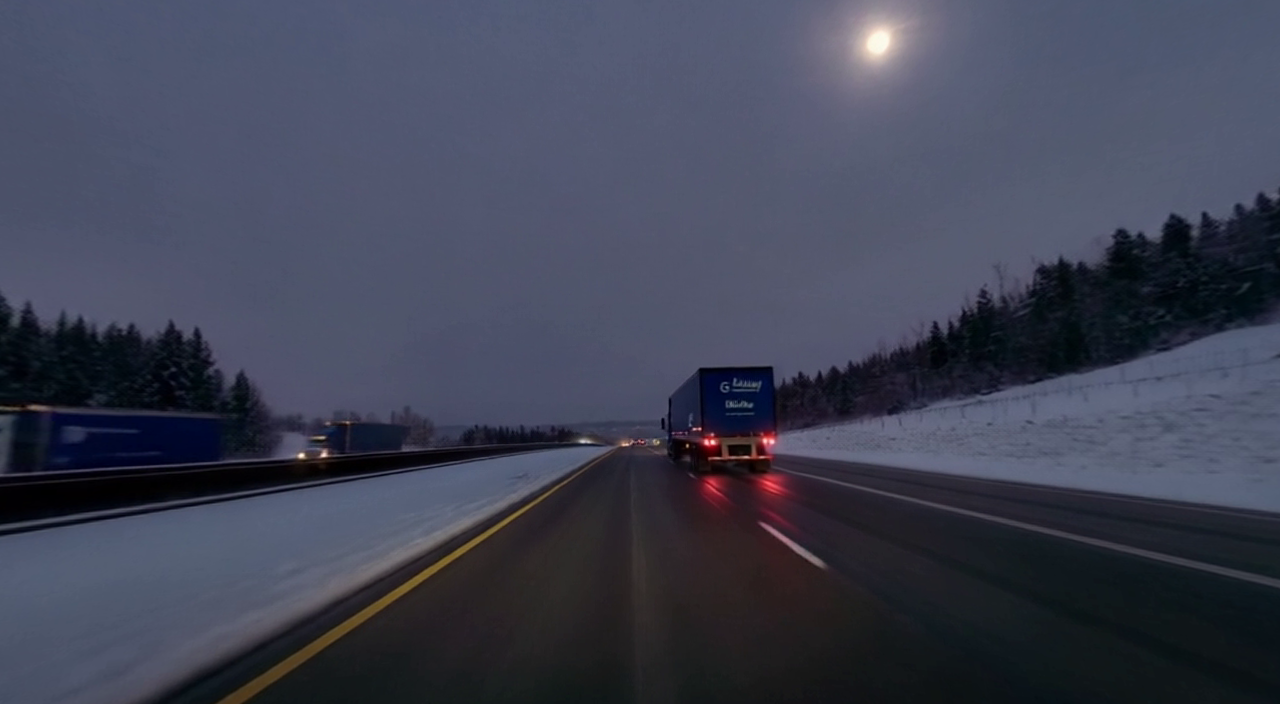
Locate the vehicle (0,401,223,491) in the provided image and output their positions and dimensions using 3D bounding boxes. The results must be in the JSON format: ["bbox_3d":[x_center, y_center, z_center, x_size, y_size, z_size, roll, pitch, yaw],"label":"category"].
[{"bbox_3d":[-30.679,5.247,35.763,2.926,4.080,16.506,-2,-7,-1],"label":"vehicle"}]

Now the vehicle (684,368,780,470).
[{"bbox_3d":[3.798,3.106,28.192,2.888,3.866,8.380,0,-8,-1],"label":"vehicle"}]
